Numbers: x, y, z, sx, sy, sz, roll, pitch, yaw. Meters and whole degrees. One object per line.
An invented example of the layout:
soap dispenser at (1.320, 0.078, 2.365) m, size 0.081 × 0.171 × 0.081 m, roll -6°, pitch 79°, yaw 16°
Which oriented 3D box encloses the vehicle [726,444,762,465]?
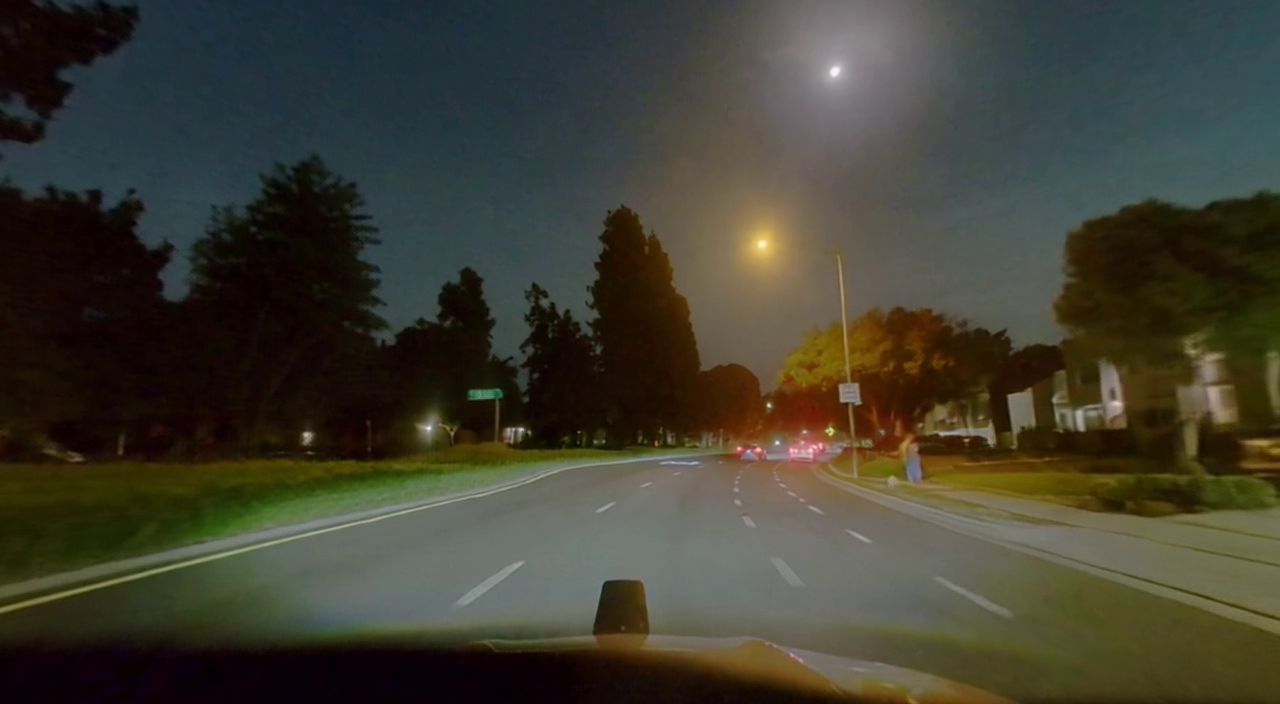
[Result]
vehicle at (7.608, 7.429, 45.859) m, size 2.050 × 1.456 × 4.003 m, roll -2°, pitch -9°, yaw 16°

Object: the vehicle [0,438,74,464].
vehicle at (-43.319, 6.979, 44.479) m, size 4.804 × 1.726 × 2.274 m, roll -1°, pitch -8°, yaw 7°

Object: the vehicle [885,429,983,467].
vehicle at (16.907, 5.552, 36.544) m, size 4.672 × 2.044 × 2.248 m, roll -3°, pitch -7°, yaw 14°
